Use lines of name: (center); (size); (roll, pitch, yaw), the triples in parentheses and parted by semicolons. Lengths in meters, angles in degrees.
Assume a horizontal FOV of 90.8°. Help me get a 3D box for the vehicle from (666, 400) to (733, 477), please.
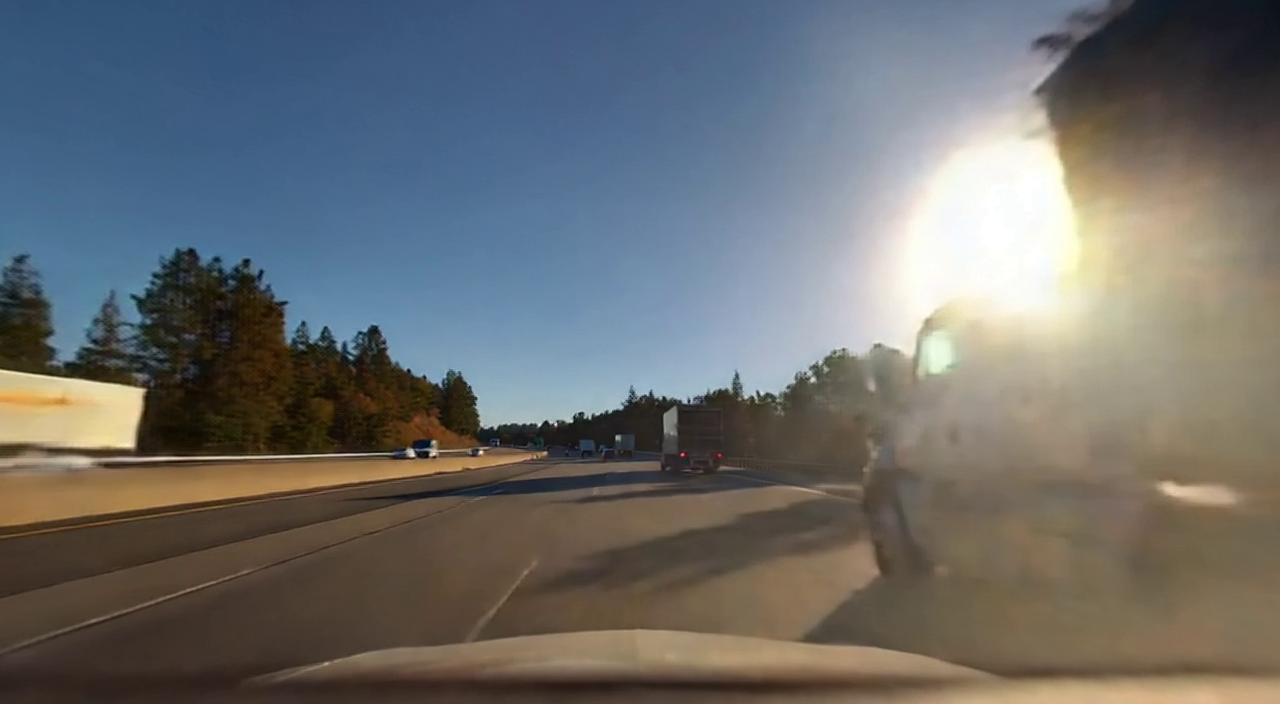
vehicle: (3.325, 5.244, 37.857); (2.826, 4.035, 8.369); (0, -9, -3)

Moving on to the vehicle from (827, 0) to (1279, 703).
vehicle: (4.220, -0.115, 3.262); (2.989, 3.997, 11.037); (0, -9, 0)

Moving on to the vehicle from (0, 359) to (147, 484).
vehicle: (-21.878, 2.058, 19.130); (2.891, 3.939, 13.982); (0, -9, -1)
